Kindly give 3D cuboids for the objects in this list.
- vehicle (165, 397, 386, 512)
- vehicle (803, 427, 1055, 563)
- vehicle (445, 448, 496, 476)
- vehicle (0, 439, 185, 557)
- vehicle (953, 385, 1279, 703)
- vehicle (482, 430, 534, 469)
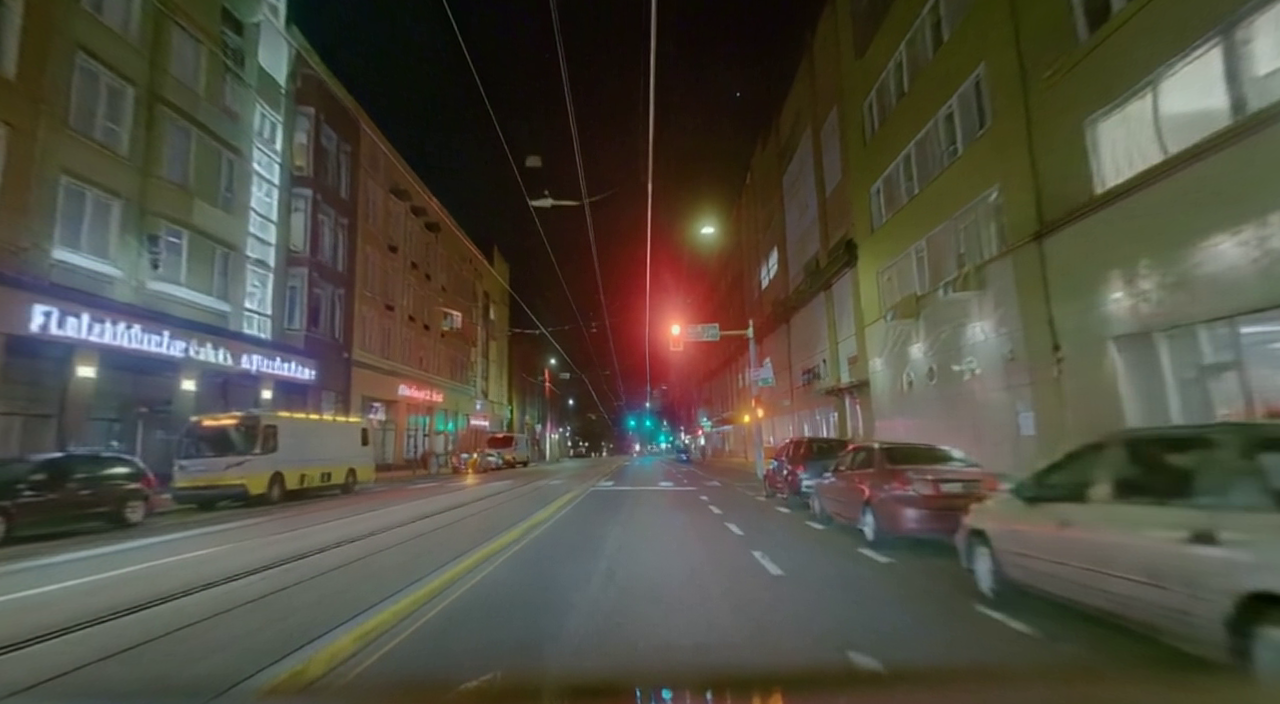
[{"bbox_3d":[-10.059,2.942,18.369,2.291,2.745,6.492,-1,-9,2],"label":"vehicle"},{"bbox_3d":[3.786,1.913,9.213,1.752,1.510,4.191,0,-8,1],"label":"vehicle"},{"bbox_3d":[-9.719,6.328,36.410,1.897,1.464,4.209,0,-8,-2],"label":"vehicle"},{"bbox_3d":[-10.012,2.255,10.229,1.837,1.668,4.354,-1,-8,2],"label":"vehicle"},{"bbox_3d":[3.676,1.040,3.552,1.815,1.537,3.799,0,-9,0],"label":"vehicle"},{"bbox_3d":[-10.028,7.493,48.633,2.378,2.765,7.920,0,-8,0],"label":"vehicle"}]
